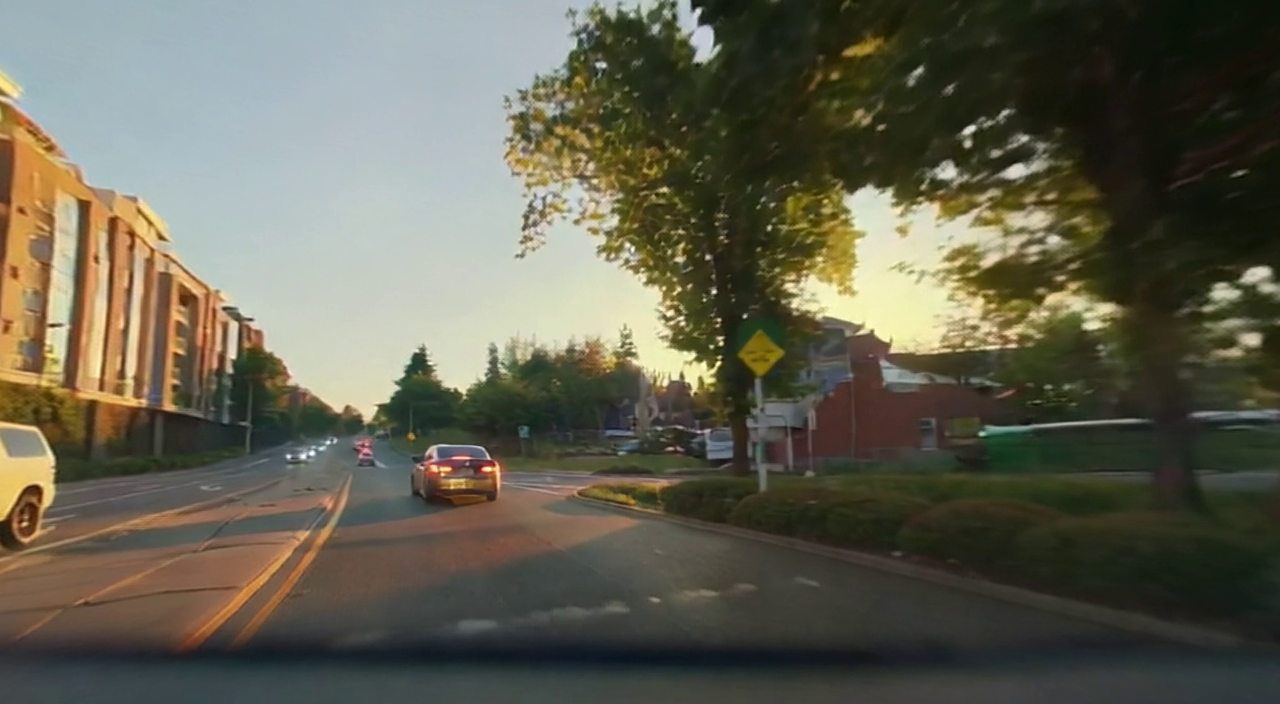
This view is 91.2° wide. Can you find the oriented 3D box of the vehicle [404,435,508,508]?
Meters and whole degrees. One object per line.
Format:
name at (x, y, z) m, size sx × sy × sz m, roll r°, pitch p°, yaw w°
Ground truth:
vehicle at (-4.617, 2.837, 15.401) m, size 2.014 × 1.525 × 3.670 m, roll 3°, pitch -9°, yaw -22°
